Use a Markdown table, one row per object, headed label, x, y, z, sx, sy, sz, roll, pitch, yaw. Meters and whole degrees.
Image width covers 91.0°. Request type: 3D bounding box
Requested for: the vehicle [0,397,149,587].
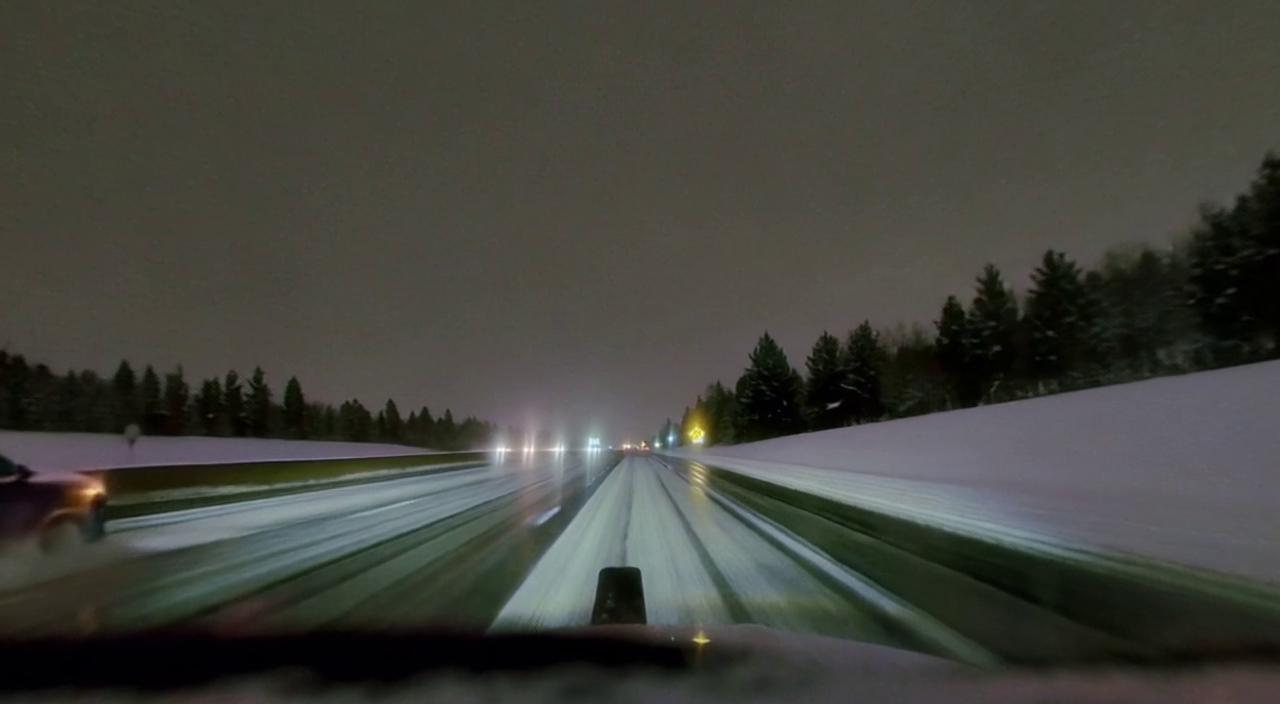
| label | x | y | z | sx | sy | sz | roll | pitch | yaw |
| --- | --- | --- | --- | --- | --- | --- | --- | --- | --- |
| vehicle | -6.831 | 1.146 | 4.930 | 2.109 | 1.692 | 4.712 | 0 | -9 | 0 |
